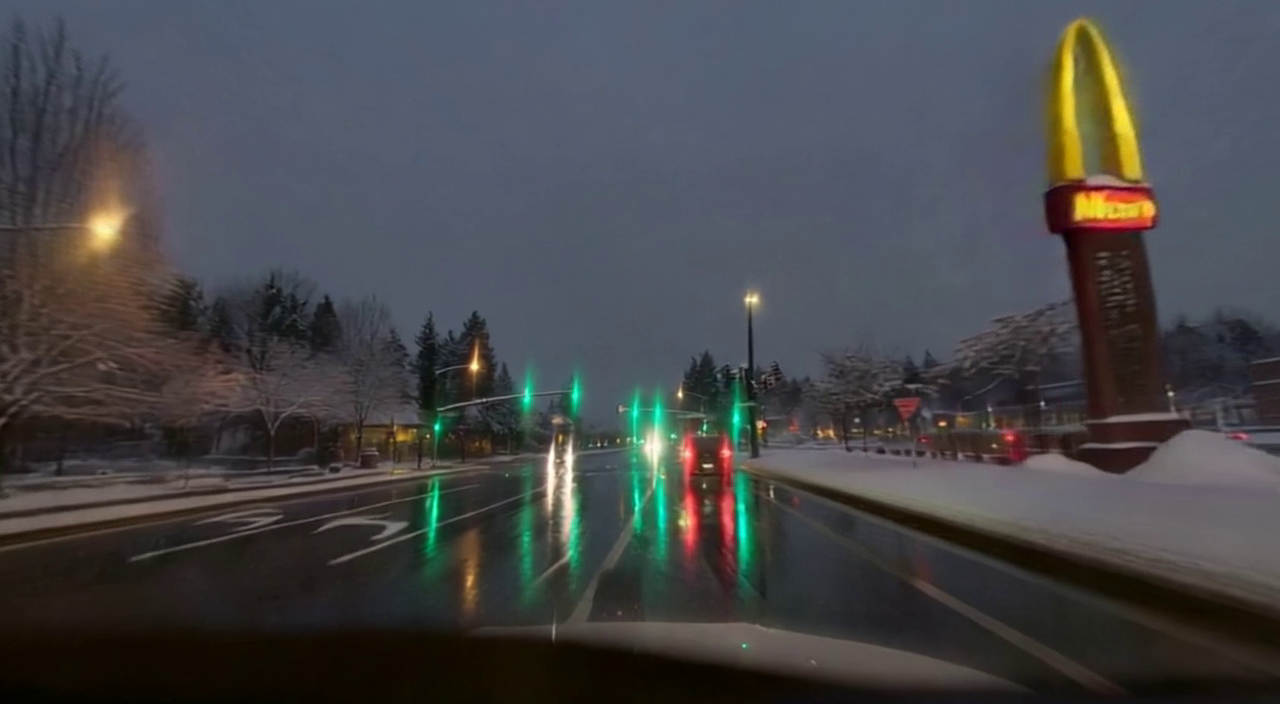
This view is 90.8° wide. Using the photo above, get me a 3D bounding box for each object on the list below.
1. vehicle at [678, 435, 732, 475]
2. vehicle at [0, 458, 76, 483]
[{"bbox_3d":[2.923,4.746,29.267,2.230,1.683,4.204,-1,-8,3],"label":"vehicle"},{"bbox_3d":[-38.228,7.386,39.355,4.336,1.452,2.025,-1,-9,3],"label":"vehicle"}]
